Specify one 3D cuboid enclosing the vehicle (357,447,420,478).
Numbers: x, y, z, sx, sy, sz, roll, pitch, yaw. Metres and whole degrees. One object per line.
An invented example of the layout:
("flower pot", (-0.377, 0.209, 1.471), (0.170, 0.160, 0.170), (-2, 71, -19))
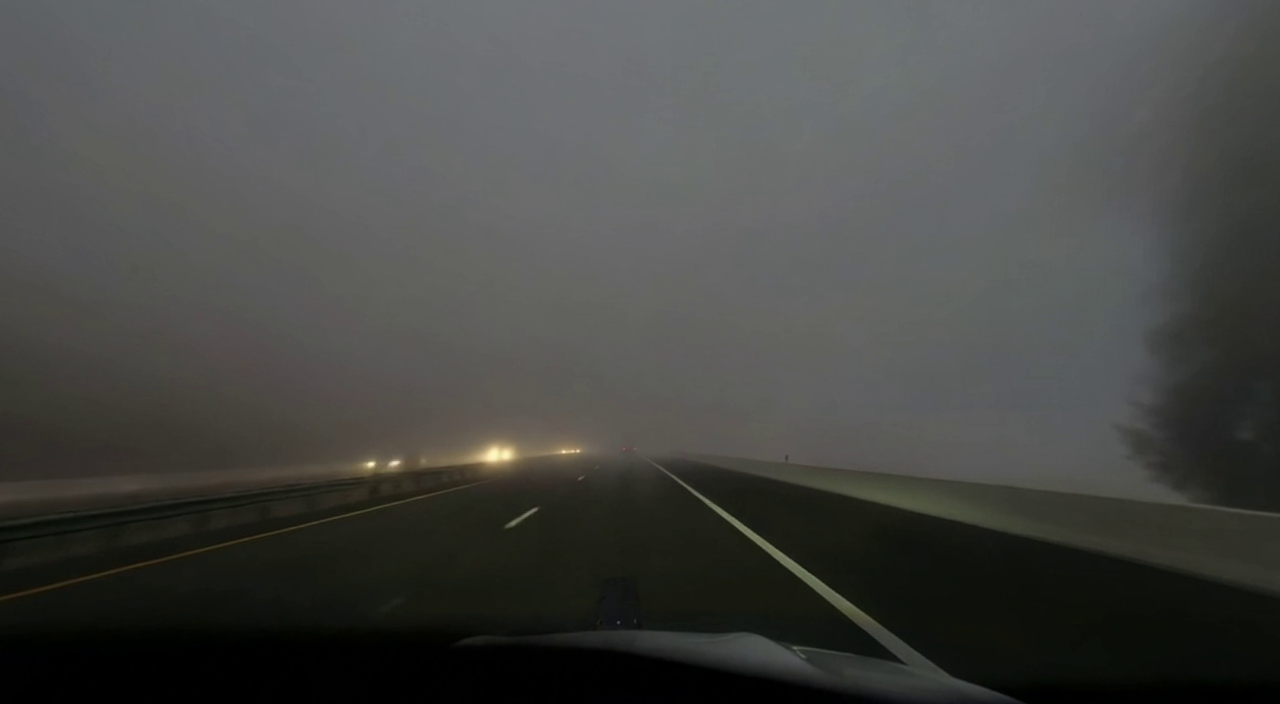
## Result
("vehicle", (-13.640, 5.970, 34.212), (1.878, 1.552, 4.120), (0, -9, -2))
